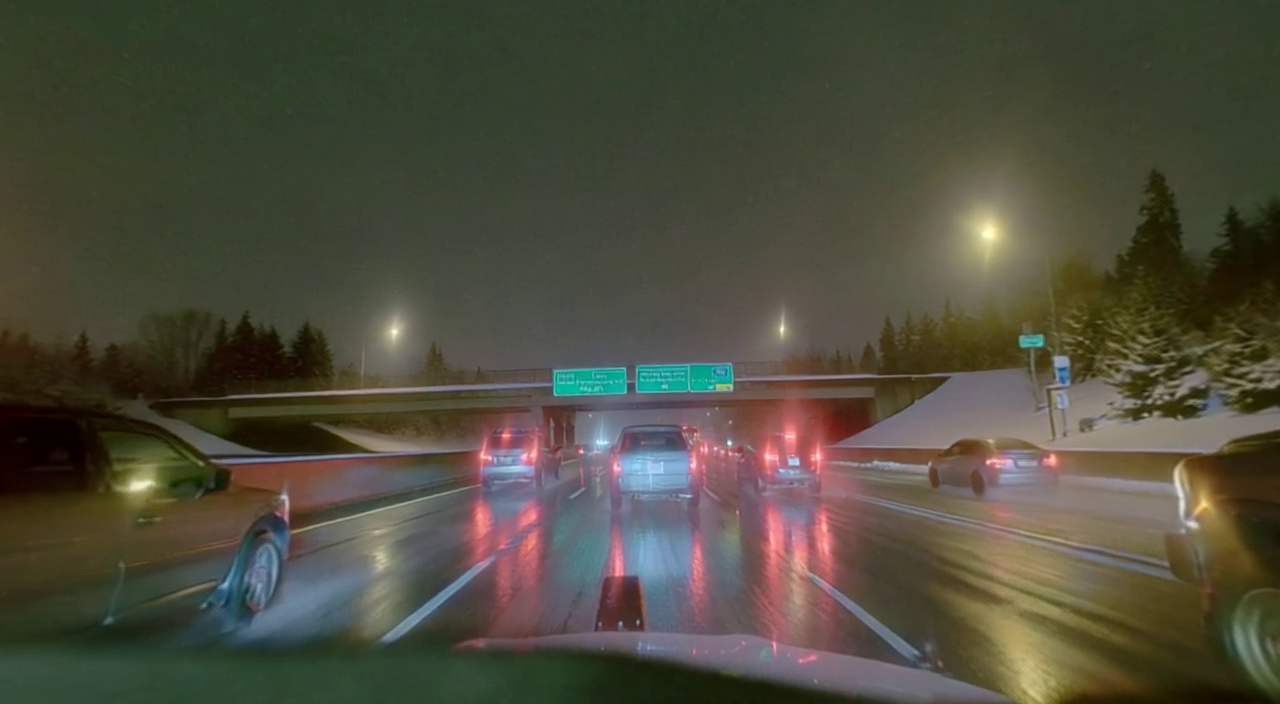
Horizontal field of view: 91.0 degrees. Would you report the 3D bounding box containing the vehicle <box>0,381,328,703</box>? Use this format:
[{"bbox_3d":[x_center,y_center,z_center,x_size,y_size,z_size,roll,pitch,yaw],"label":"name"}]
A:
[{"bbox_3d":[-3.669,0.942,2.835,2.014,1.579,4.761,0,-9,1],"label":"vehicle"}]

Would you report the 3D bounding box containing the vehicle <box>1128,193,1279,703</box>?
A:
[{"bbox_3d":[3.551,0.228,0.337,2.300,2.242,5.327,0,-9,1],"label":"vehicle"}]

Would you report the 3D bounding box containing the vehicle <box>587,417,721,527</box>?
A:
[{"bbox_3d":[0.256,2.268,12.420,2.181,1.756,4.167,0,-9,1],"label":"vehicle"}]

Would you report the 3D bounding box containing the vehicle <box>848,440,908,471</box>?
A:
[{"bbox_3d":[14.812,6.456,39.472,2.085,1.754,4.466,0,-9,2],"label":"vehicle"}]

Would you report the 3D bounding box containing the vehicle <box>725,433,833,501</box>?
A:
[{"bbox_3d":[3.724,3.172,17.773,2.022,1.633,4.651,0,-9,0],"label":"vehicle"}]

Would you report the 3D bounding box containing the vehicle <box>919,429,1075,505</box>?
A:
[{"bbox_3d":[9.555,3.088,17.332,1.977,1.795,4.208,0,-9,3],"label":"vehicle"}]

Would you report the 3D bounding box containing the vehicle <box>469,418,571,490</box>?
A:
[{"bbox_3d":[-3.932,3.512,21.924,2.212,2.101,6.052,0,-9,2],"label":"vehicle"}]
